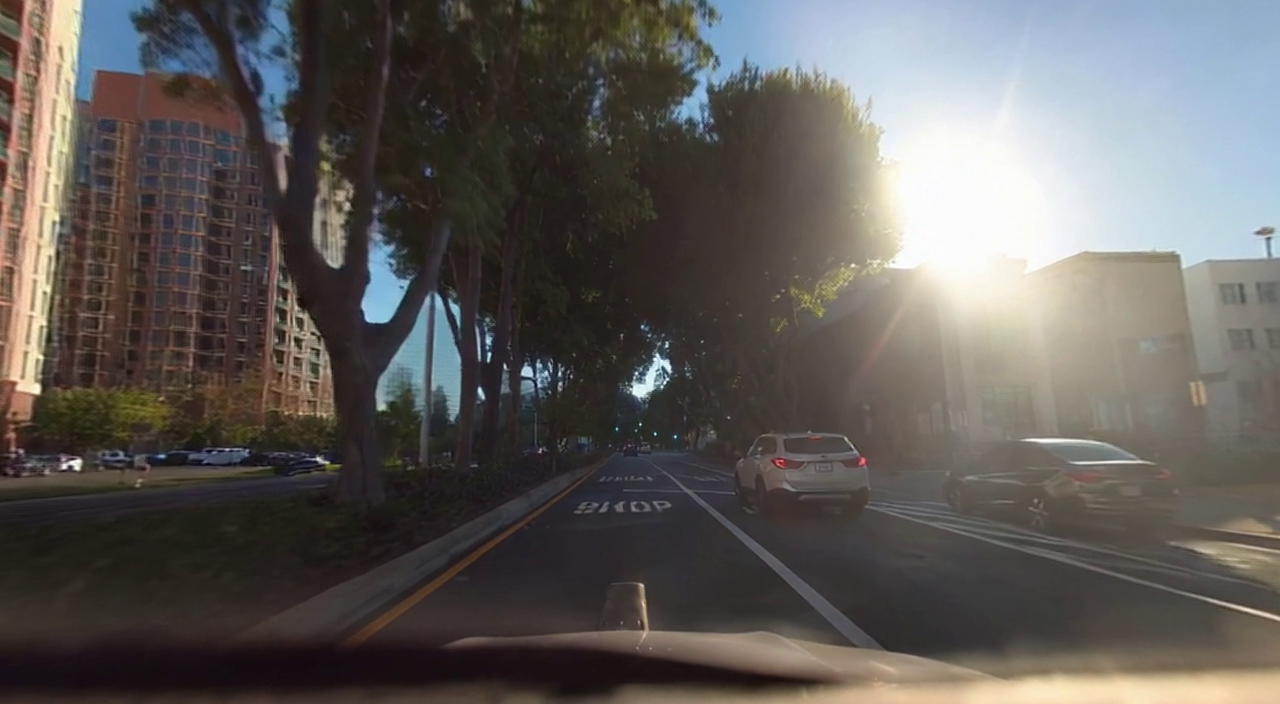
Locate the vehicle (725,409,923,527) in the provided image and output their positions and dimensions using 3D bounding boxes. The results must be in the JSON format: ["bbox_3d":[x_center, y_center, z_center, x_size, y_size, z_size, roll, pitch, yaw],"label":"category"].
[{"bbox_3d":[3.473,2.357,13.357,2.505,1.971,5.162,0,-9,-1],"label":"vehicle"}]

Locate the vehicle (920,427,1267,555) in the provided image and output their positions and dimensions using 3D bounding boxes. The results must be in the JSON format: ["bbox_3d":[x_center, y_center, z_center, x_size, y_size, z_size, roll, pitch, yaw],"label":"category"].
[{"bbox_3d":[6.616,2.062,10.239,2.088,1.524,5.085,-1,-9,4],"label":"vehicle"}]
